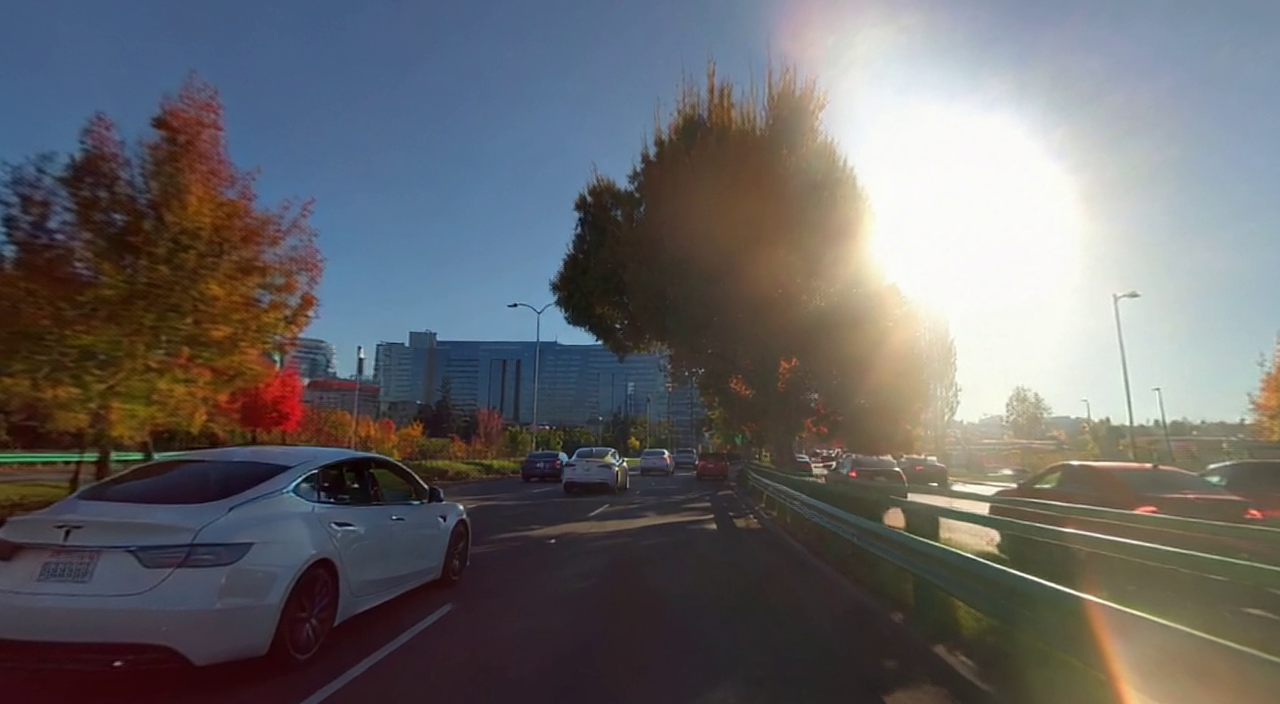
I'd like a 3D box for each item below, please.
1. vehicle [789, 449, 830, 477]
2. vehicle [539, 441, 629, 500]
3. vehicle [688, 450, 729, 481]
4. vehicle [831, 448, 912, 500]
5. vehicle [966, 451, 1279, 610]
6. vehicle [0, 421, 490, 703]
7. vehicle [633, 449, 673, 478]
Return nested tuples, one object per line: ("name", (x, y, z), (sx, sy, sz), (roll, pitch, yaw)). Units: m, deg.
("vehicle", (10.642, 6.958, 39.699), (1.890, 1.610, 4.045), (-1, -9, 7))
("vehicle", (-1.676, 3.778, 20.582), (1.979, 1.663, 4.513), (-1, -9, 7))
("vehicle", (3.797, 6.115, 34.282), (2.015, 1.506, 4.276), (-1, -9, 9))
("vehicle", (8.121, 4.270, 22.496), (1.768, 1.634, 4.064), (-1, -9, 7))
("vehicle", (6.577, 2.155, 8.656), (1.869, 1.516, 4.753), (0, -9, 3))
("vehicle", (-2.930, 1.450, 5.495), (1.921, 1.503, 4.317), (0, -9, 4))
("vehicle", (0.851, 6.694, 38.057), (1.930, 1.635, 4.260), (-1, -9, 8))
